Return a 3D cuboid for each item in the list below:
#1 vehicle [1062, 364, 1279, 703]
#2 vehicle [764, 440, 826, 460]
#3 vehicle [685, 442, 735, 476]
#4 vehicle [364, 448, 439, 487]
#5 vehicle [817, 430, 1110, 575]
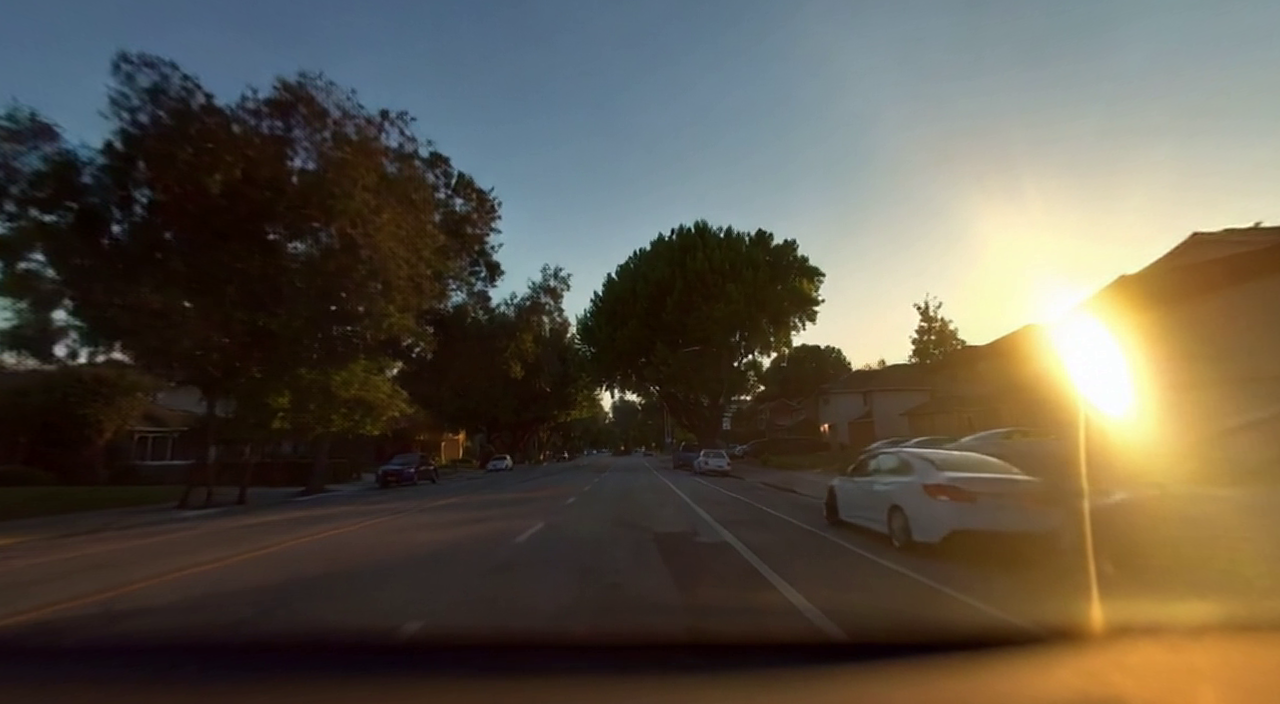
[{"bbox_3d":[4.100,0.810,2.352,1.915,1.715,4.451,0,-8,-1],"label":"vehicle"},{"bbox_3d":[11.793,7.474,48.323,4.285,1.434,1.740,0,-8,0],"label":"vehicle"},{"bbox_3d":[3.611,5.615,33.411,2.007,1.657,4.362,0,-9,-2],"label":"vehicle"},{"bbox_3d":[-11.362,5.516,30.495,2.091,1.717,4.392,0,-8,-3],"label":"vehicle"},{"bbox_3d":[4.040,1.921,8.883,1.901,1.521,4.204,0,-8,0],"label":"vehicle"}]
